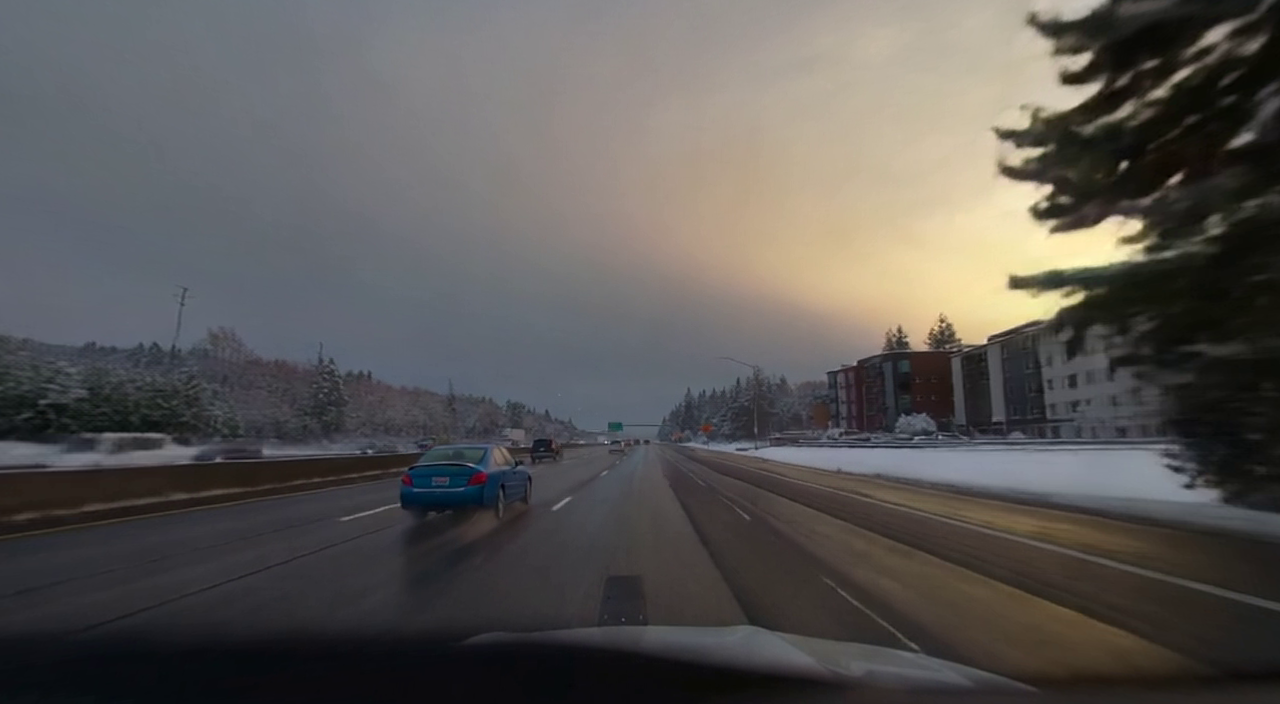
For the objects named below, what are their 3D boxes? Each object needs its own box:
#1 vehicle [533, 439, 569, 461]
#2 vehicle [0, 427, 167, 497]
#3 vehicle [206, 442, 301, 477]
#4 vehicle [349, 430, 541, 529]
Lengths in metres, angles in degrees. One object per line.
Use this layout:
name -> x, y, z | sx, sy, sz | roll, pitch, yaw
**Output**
vehicle -> -6.907, 7.679, 49.476 | 2.118, 1.675, 4.395 | 0, -8, 1
vehicle -> -17.090, 3.206, 18.759 | 2.108, 1.795, 4.913 | 0, -8, 1
vehicle -> -21.286, 5.894, 34.992 | 2.057, 1.785, 4.964 | 0, -8, 1
vehicle -> -3.519, 2.411, 12.613 | 2.144, 1.565, 4.951 | 0, -8, 2
